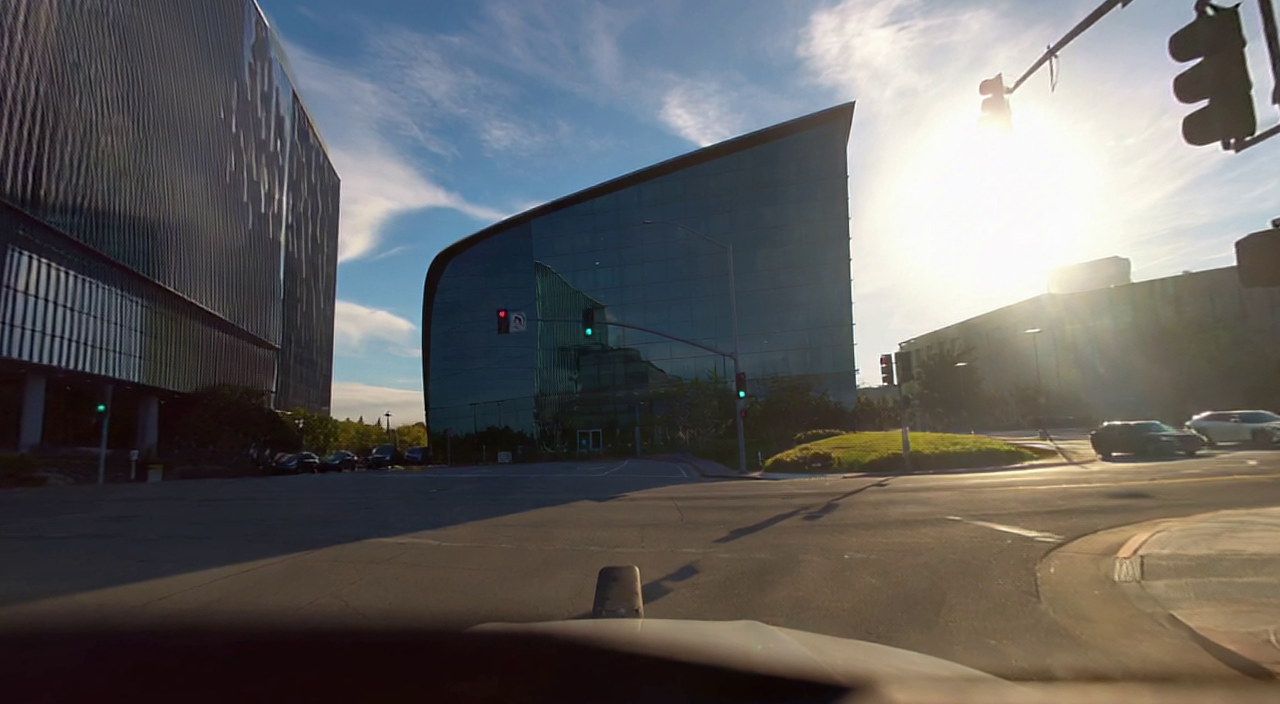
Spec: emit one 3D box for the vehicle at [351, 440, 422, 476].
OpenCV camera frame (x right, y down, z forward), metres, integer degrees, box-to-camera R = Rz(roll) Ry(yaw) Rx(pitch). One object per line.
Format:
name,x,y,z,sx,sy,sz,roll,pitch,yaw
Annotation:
vehicle,-14.886,6.256,37.372,2.091,1.915,5.040,0,-9,0

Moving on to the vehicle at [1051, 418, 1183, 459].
vehicle,19.064,3.523,25.485,1.834,1.480,4.458,0,-9,-1

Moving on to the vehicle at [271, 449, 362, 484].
vehicle,-14.828,5.243,29.202,1.790,1.437,4.349,0,-9,2

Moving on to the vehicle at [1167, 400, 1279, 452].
vehicle,24.403,3.019,25.178,2.109,1.836,5.080,-2,-10,0

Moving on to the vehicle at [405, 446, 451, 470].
vehicle,-15.141,7.612,45.263,1.932,1.605,4.146,1,-9,-1
